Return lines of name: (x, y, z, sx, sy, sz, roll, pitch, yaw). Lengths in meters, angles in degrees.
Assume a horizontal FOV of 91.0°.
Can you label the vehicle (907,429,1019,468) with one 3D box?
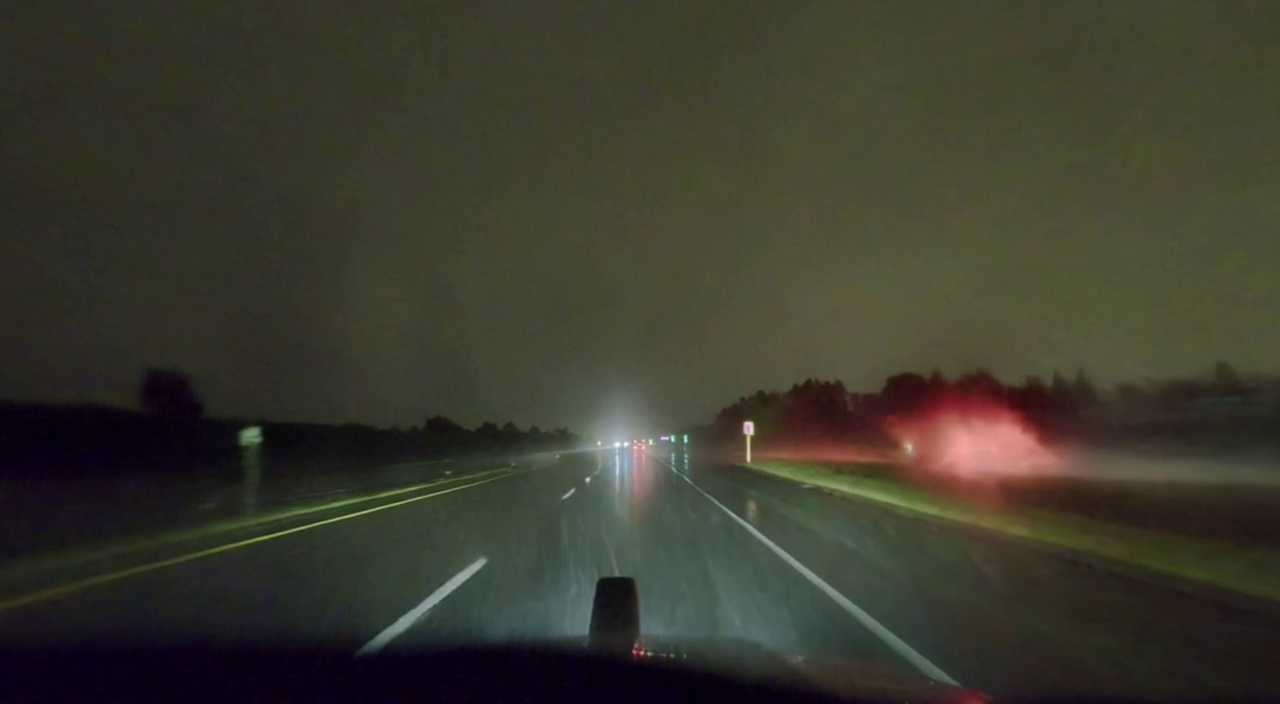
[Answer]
vehicle: (17.734, 5.324, 34.917, 2.328, 1.916, 5.227, 2, -9, -20)
